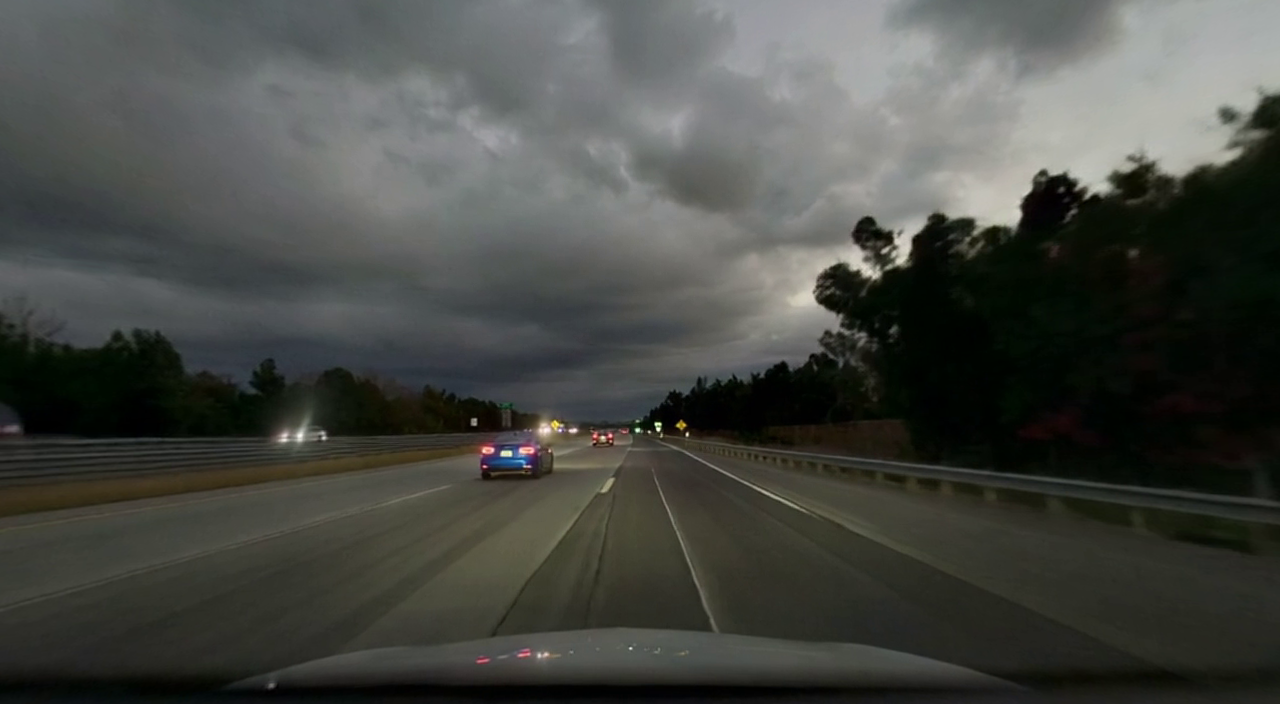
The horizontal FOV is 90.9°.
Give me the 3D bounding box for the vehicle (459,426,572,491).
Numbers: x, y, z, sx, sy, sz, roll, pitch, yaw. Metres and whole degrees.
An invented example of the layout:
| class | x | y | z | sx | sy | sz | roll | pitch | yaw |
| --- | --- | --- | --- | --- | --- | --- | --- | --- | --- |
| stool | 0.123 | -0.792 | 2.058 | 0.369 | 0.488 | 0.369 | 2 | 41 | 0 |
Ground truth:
| class | x | y | z | sx | sy | sz | roll | pitch | yaw |
| --- | --- | --- | --- | --- | --- | --- | --- | --- | --- |
| vehicle | -3.016 | 2.658 | 16.238 | 1.977 | 1.443 | 4.225 | 0 | -8 | 1 |
